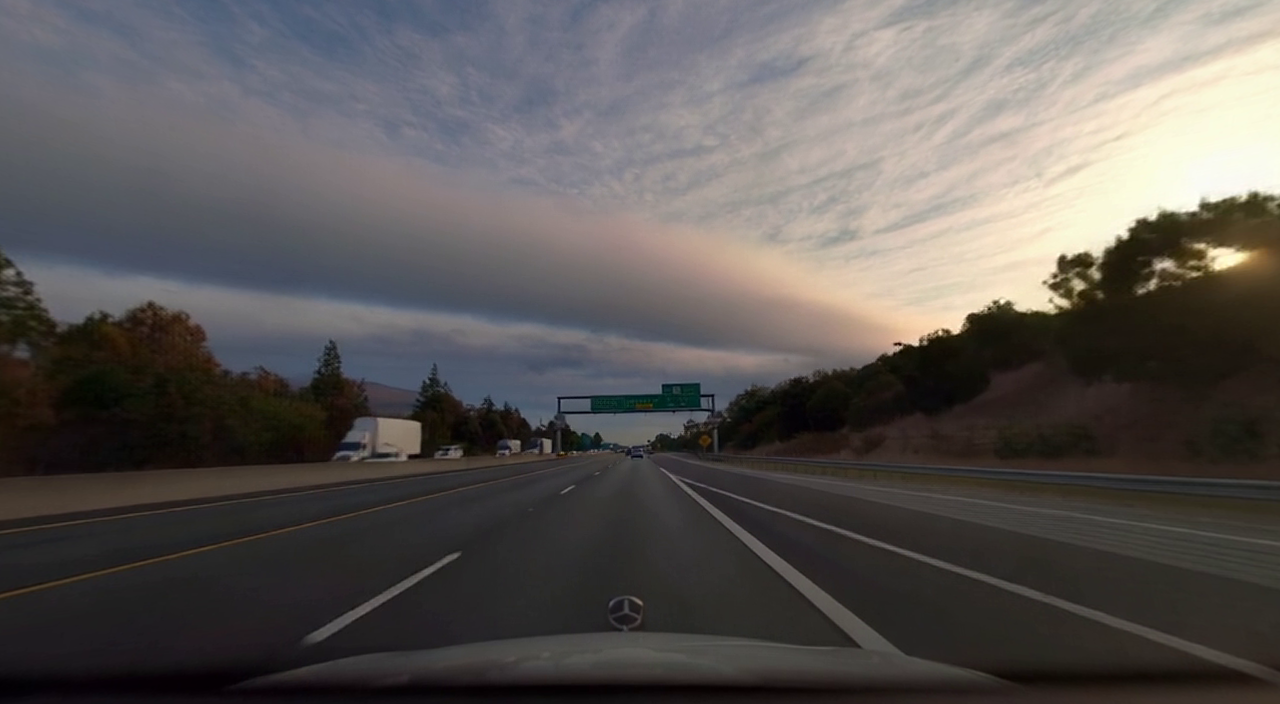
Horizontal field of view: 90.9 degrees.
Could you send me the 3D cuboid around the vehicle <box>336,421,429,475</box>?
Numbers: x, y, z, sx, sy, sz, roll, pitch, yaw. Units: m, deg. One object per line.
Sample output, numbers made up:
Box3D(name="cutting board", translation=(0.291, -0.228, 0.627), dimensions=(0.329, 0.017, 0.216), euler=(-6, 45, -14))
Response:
Box3D(name="vehicle", translation=(-19.644, 7.474, 49.038), dimensions=(3.133, 3.697, 10.453), euler=(0, -9, -2))
